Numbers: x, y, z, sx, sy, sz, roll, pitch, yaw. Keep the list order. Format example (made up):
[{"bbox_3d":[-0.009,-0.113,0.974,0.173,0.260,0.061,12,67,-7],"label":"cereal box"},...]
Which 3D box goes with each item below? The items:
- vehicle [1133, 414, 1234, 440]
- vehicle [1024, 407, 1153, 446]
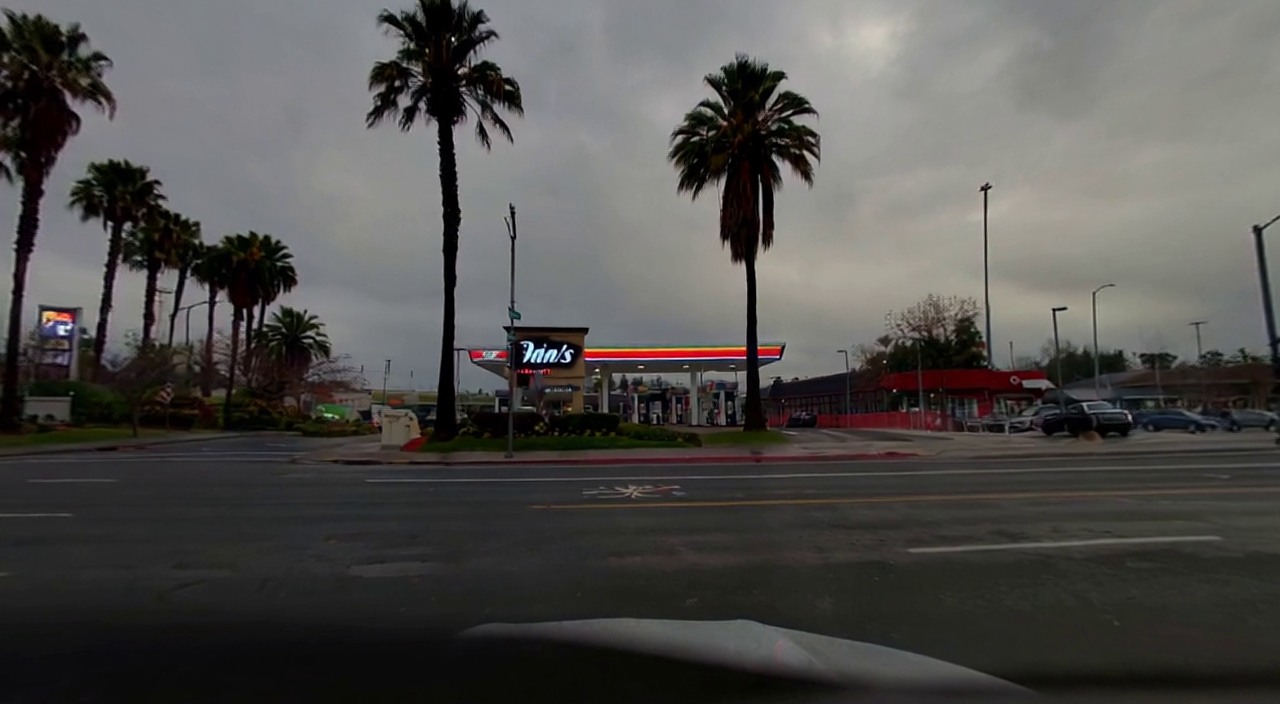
[{"bbox_3d":[33.889,4.747,39.571,1.805,1.466,4.641,1,-9,-8],"label":"vehicle"},{"bbox_3d":[21.992,3.610,31.091,4.880,1.754,2.202,0,-5,-7],"label":"vehicle"}]
